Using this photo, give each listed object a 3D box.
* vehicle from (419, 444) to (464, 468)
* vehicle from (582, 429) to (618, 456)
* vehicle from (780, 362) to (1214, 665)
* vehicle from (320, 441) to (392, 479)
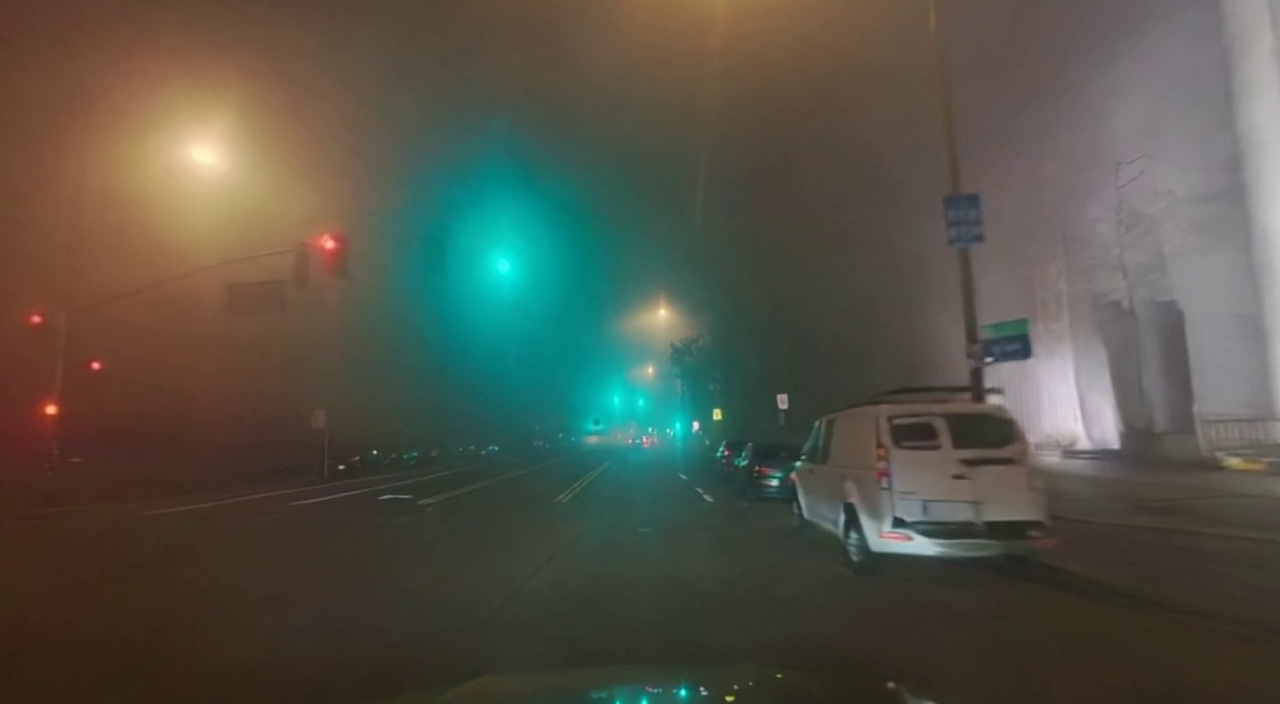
[{"bbox_3d":[-15.282,7.984,48.928,2.076,1.672,4.499,-2,-8,0],"label":"vehicle"},{"bbox_3d":[-2.914,6.766,47.380,2.293,1.936,4.737,0,-8,1],"label":"vehicle"},{"bbox_3d":[3.086,1.456,7.058,2.074,2.041,5.045,2,-8,2],"label":"vehicle"},{"bbox_3d":[-15.033,5.724,33.760,1.978,1.819,4.477,-2,-9,-3],"label":"vehicle"}]
